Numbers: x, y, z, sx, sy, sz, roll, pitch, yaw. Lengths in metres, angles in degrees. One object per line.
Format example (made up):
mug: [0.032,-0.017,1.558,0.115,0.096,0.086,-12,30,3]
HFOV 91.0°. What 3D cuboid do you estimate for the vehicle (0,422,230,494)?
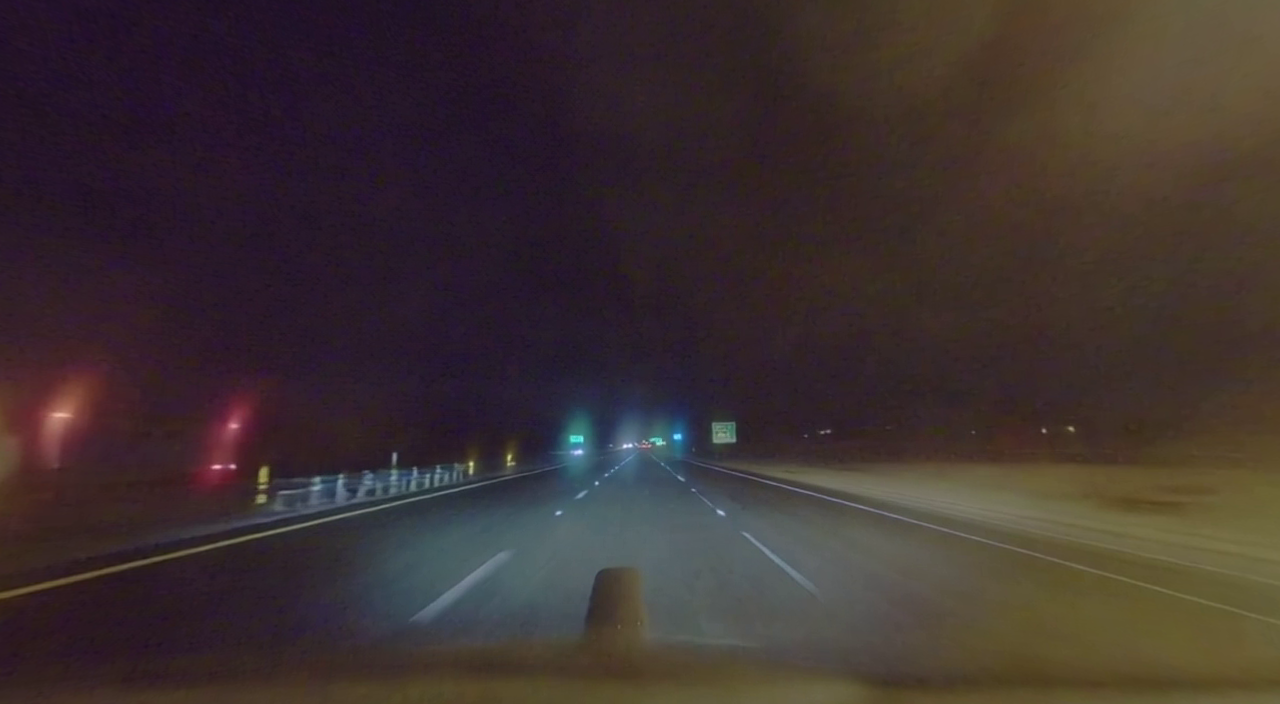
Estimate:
vehicle: [-36.422,7.447,45.091,2.972,4.186,16.376,0,-9,1]
